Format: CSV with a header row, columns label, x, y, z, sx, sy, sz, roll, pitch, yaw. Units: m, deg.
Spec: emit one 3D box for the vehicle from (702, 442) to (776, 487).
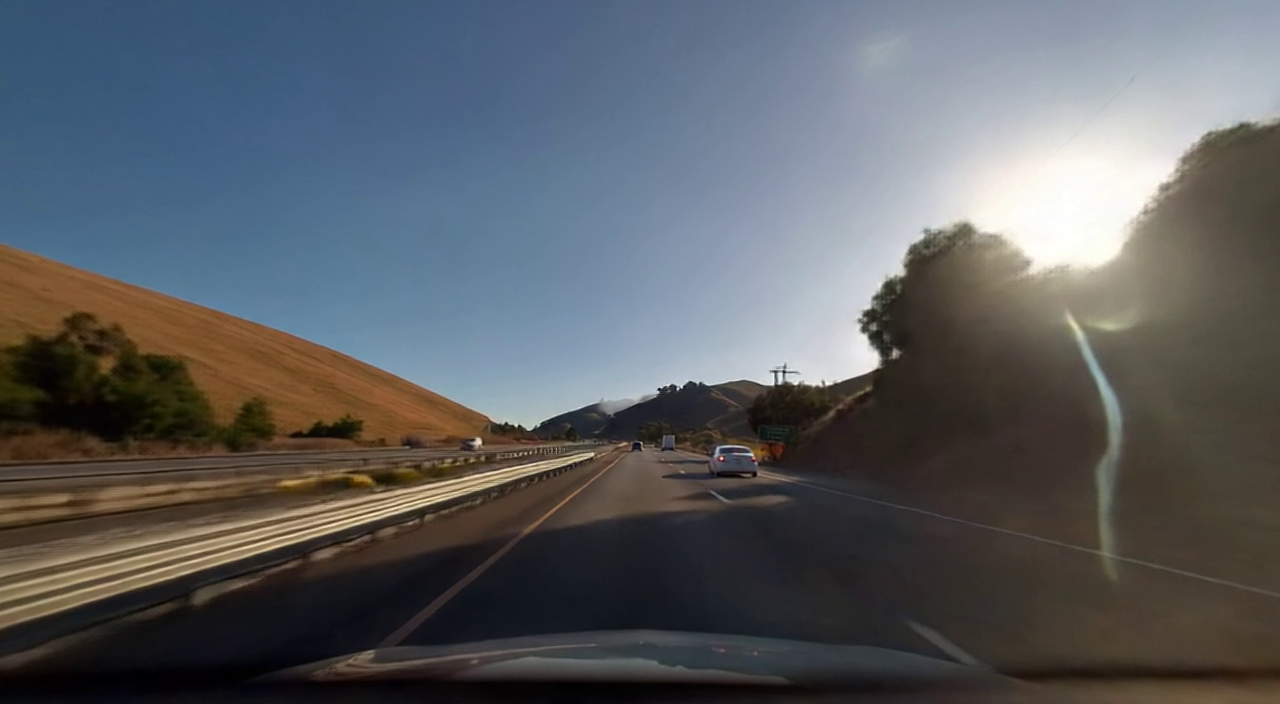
label,x,y,z,sx,sy,sz,roll,pitch,yaw
vehicle,3.609,4.176,23.812,1.960,1.516,4.657,0,-8,-1
